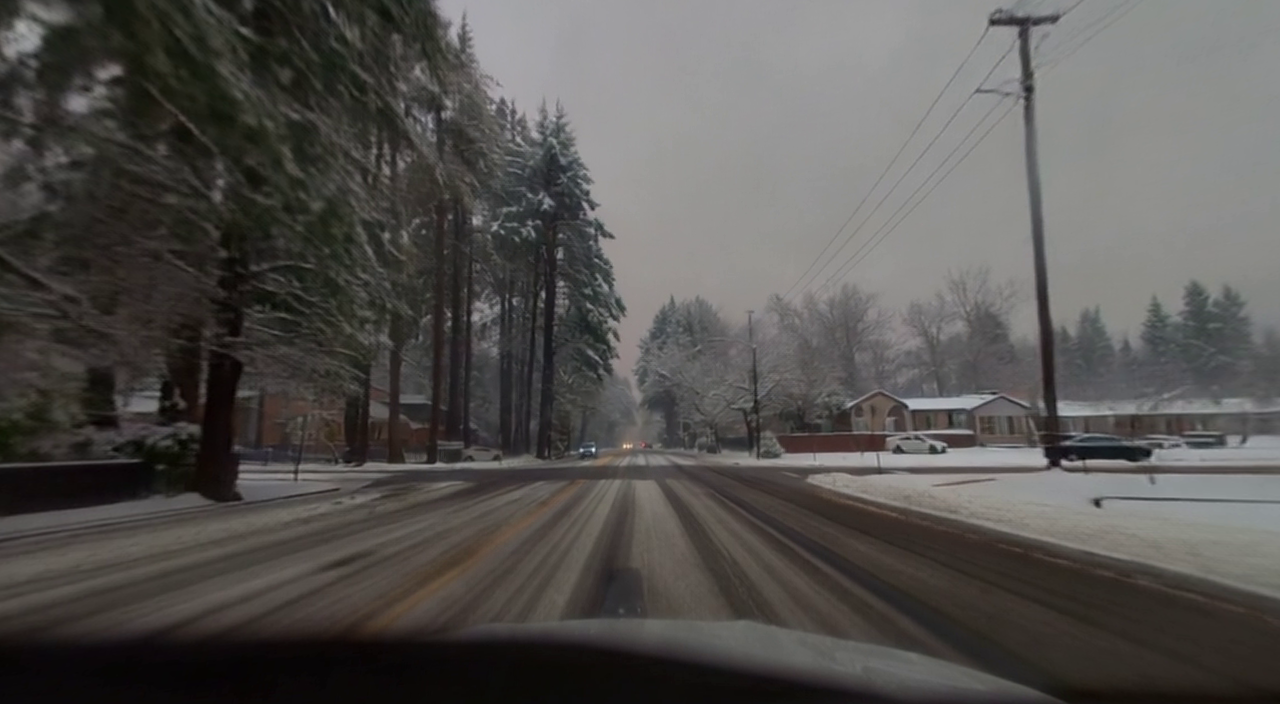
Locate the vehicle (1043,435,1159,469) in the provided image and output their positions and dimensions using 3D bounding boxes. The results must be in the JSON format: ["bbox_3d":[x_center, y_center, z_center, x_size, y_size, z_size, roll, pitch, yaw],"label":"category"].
[{"bbox_3d":[24.620,5.347,33.833,4.508,1.687,2.070,-3,-9,19],"label":"vehicle"}]
